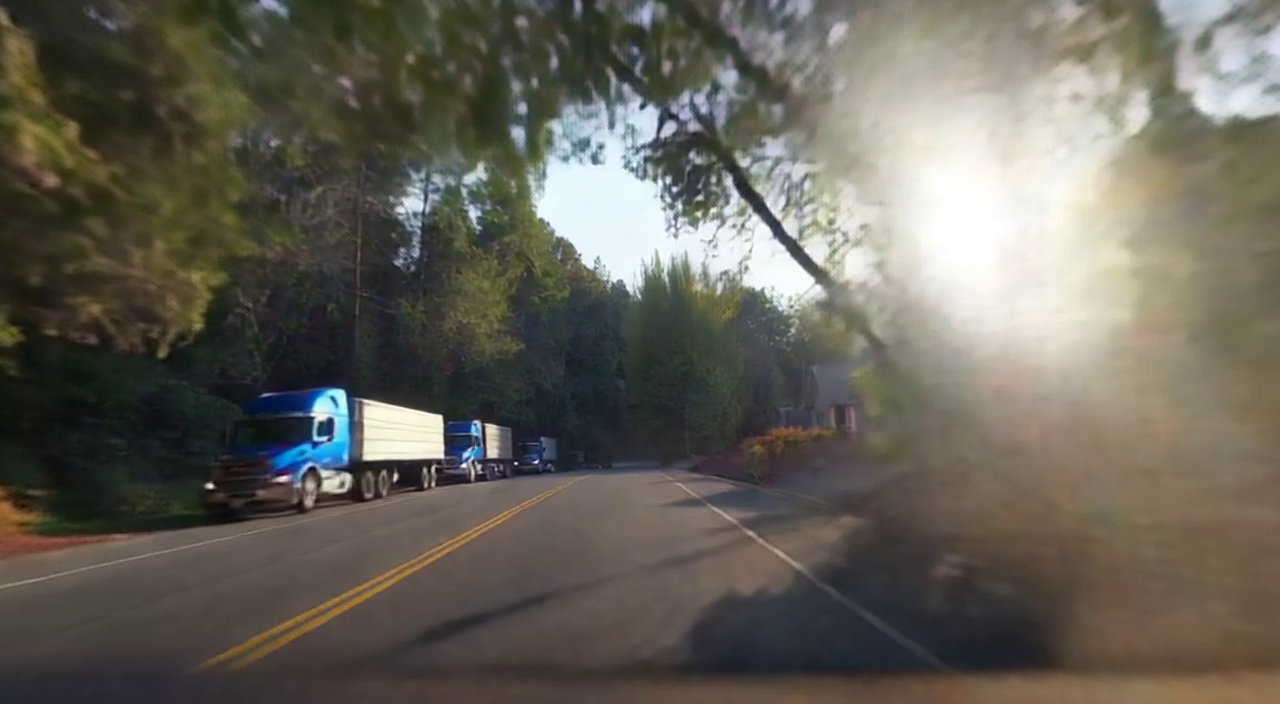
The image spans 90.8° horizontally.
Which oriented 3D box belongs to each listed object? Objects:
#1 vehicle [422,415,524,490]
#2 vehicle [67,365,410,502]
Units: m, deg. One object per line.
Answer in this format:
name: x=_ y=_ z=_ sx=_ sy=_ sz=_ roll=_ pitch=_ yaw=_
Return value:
vehicle: x=-8.402 y=5.094 z=33.263 sx=2.788 sy=3.365 sz=9.652 roll=0 pitch=-7 yaw=0
vehicle: x=-11.871 y=3.085 z=20.734 sx=5.596 sy=3.130 sz=8.972 roll=-4 pitch=-13 yaw=-2
